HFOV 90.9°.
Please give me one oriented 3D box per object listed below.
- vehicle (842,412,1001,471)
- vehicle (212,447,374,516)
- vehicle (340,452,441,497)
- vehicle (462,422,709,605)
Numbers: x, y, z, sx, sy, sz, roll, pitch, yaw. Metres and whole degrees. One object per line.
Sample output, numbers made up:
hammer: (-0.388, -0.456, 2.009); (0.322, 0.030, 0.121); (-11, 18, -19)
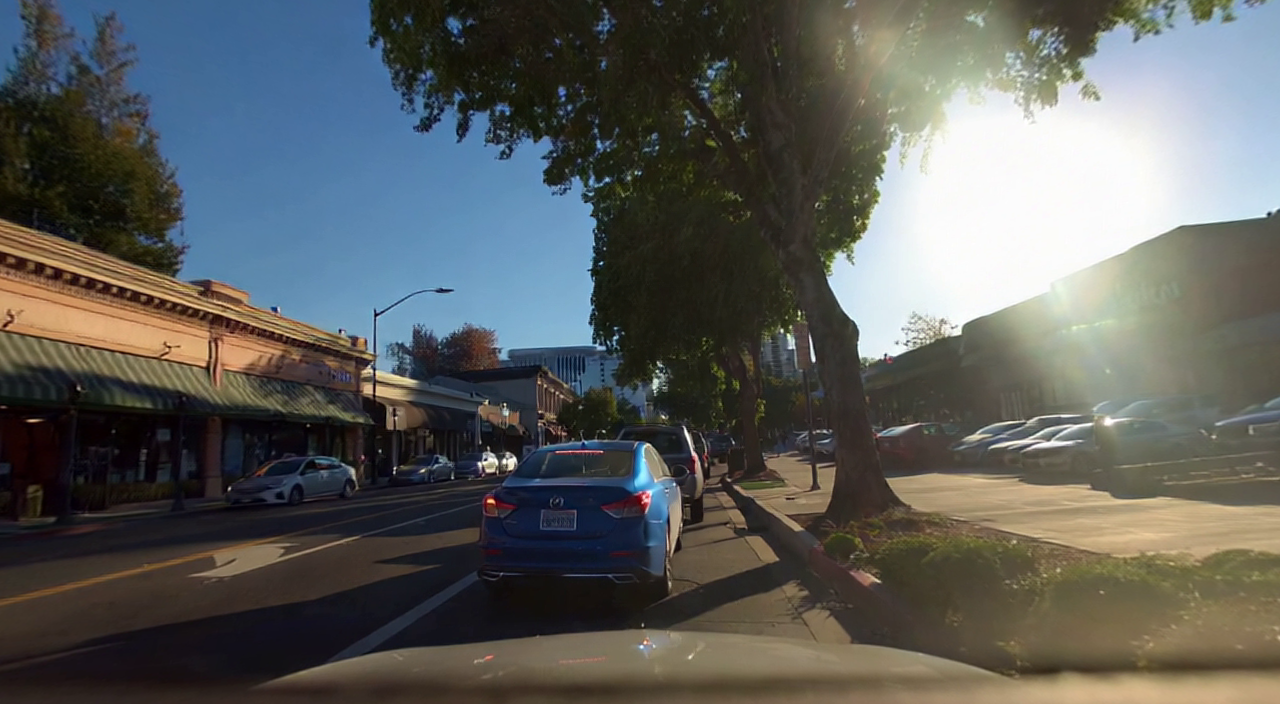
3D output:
vehicle: (9.037, 2.831, 20.242); (4.558, 1.528, 1.915); (0, -8, -23)
vehicle: (-11.013, 4.069, 20.589); (2.081, 1.718, 5.342); (-6, -9, 3)
vehicle: (-10.265, 5.032, 26.280); (1.826, 1.432, 4.556); (-7, -9, 8)
vehicle: (-0.279, 1.635, 7.297); (1.939, 1.478, 3.922); (-2, -8, 9)
